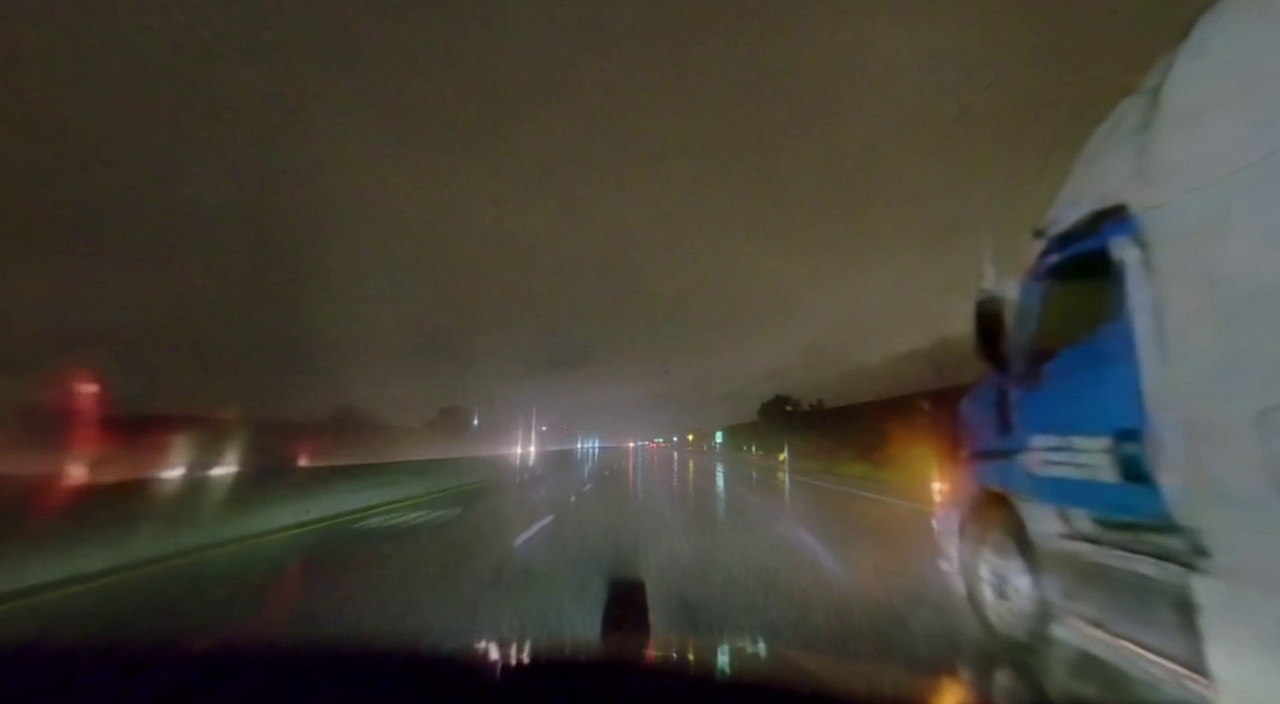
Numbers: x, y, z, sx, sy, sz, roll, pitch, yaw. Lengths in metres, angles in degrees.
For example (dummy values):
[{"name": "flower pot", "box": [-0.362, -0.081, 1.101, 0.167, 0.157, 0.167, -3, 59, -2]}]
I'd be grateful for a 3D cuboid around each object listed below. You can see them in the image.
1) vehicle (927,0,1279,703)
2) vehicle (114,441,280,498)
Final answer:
[{"name": "vehicle", "box": [3.701, -0.434, 1.381, 3.079, 3.852, 6.223, 0, -8, 0]}, {"name": "vehicle", "box": [-15.115, 3.985, 21.920, 2.077, 1.717, 4.911, 0, -8, 1]}]
